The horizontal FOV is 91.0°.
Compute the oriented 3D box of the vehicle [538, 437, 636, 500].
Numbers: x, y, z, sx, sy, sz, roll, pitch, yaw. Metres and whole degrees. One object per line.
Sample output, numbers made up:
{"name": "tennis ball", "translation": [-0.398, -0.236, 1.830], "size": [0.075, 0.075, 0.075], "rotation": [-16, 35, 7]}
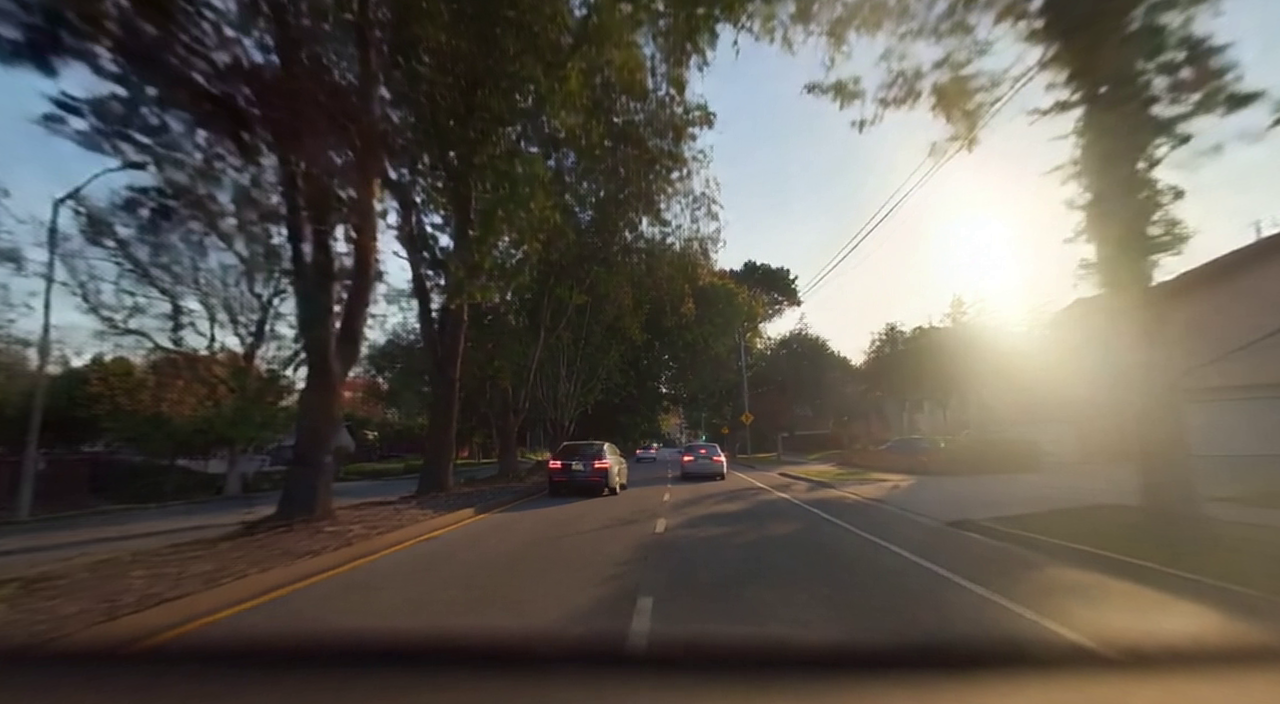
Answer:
{"name": "vehicle", "translation": [-1.283, 3.111, 17.281], "size": [2.030, 1.467, 4.403], "rotation": [-1, -8, 4]}

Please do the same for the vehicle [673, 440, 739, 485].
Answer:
{"name": "vehicle", "translation": [2.238, 3.869, 22.401], "size": [2.065, 1.456, 4.099], "rotation": [0, -8, 2]}

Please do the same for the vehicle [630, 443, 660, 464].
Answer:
{"name": "vehicle", "translation": [0.428, 7.642, 47.611], "size": [2.114, 1.500, 3.912], "rotation": [0, -8, 3]}
